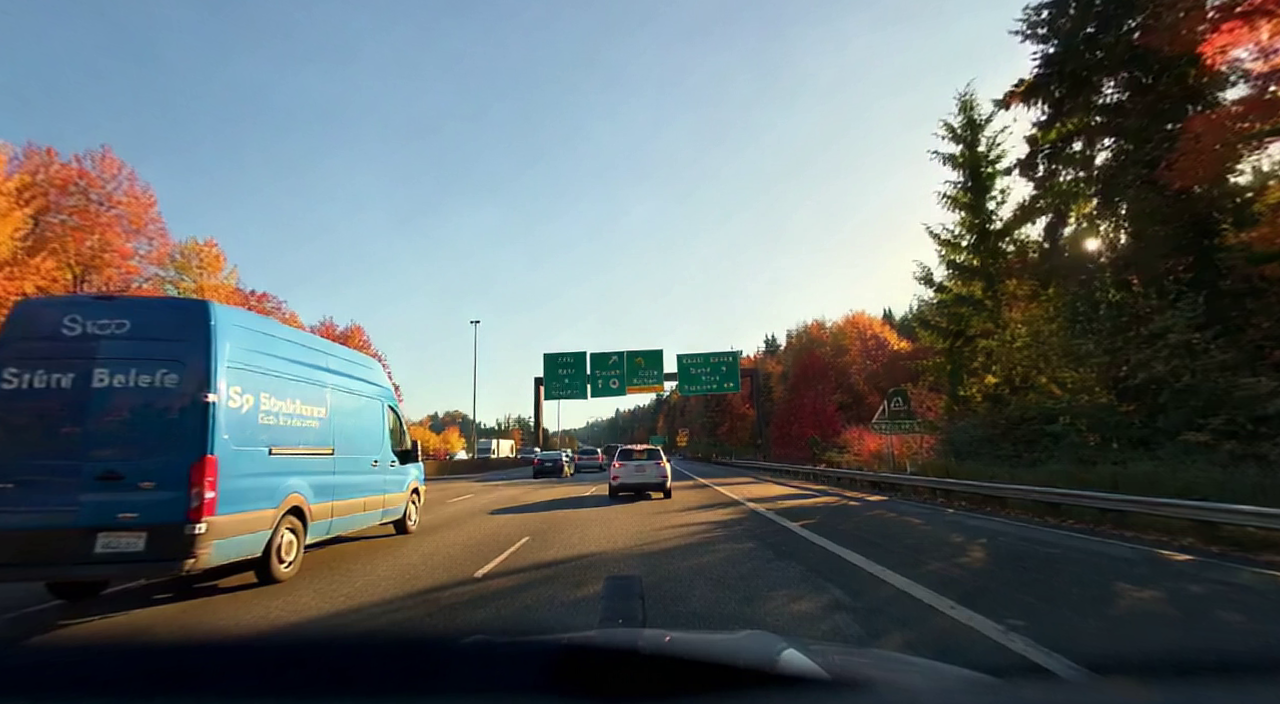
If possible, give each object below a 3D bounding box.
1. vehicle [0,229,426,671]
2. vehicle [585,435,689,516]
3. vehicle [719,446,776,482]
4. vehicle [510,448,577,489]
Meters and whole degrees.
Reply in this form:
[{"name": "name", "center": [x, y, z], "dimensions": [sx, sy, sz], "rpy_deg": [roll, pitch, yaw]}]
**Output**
[{"name": "vehicle", "center": [-4.477, 0.981, 6.731], "dimensions": [2.275, 2.692, 5.810], "rpy_deg": [0, -9, 0]}, {"name": "vehicle", "center": [-0.056, 2.936, 15.384], "dimensions": [2.195, 1.679, 4.070], "rpy_deg": [0, -9, 0]}, {"name": "vehicle", "center": [4.936, 5.209, 29.436], "dimensions": [1.962, 1.503, 4.432], "rpy_deg": [0, -9, 1]}, {"name": "vehicle", "center": [-3.805, 4.654, 25.433], "dimensions": [2.015, 1.496, 4.312], "rpy_deg": [0, -9, 0]}]
